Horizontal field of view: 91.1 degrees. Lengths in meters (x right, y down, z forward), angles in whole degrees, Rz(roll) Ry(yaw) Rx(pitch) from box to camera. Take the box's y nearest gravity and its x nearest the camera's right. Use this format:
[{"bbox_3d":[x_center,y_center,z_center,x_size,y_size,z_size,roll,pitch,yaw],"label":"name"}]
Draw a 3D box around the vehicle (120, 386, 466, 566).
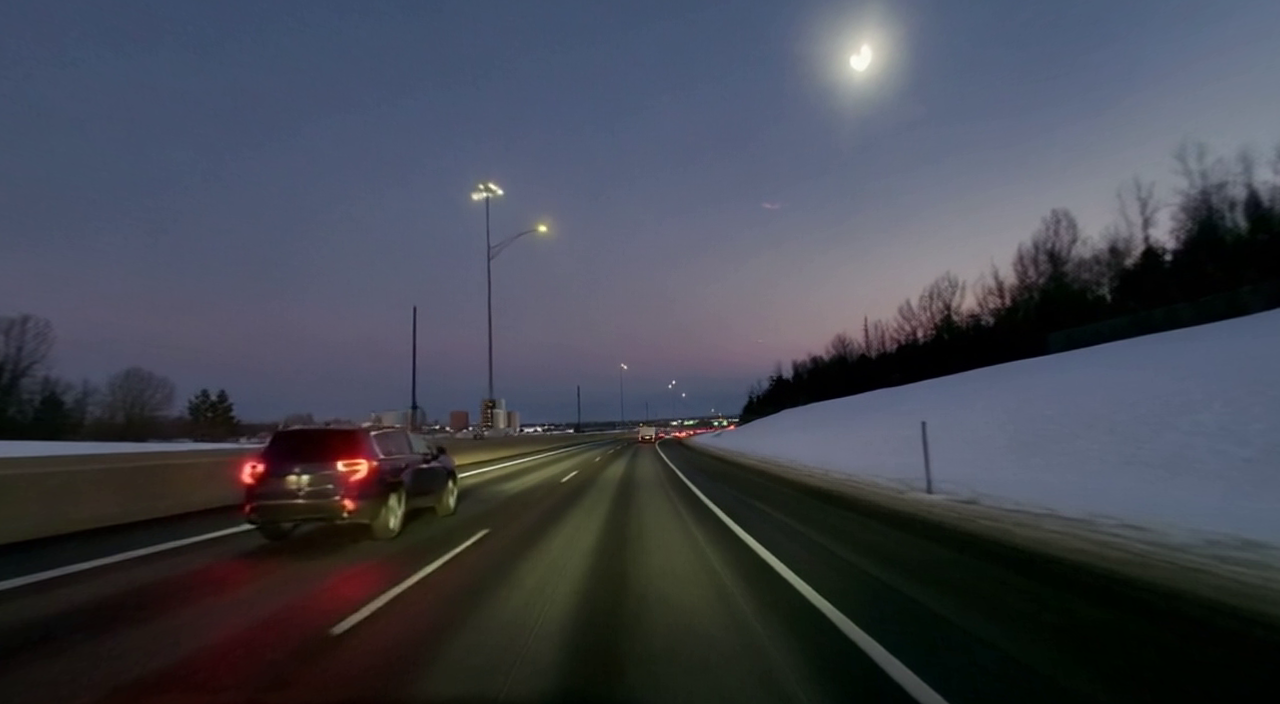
[{"bbox_3d":[-3.857,1.448,8.110,2.018,1.678,4.312,0,-8,-1],"label":"vehicle"}]
